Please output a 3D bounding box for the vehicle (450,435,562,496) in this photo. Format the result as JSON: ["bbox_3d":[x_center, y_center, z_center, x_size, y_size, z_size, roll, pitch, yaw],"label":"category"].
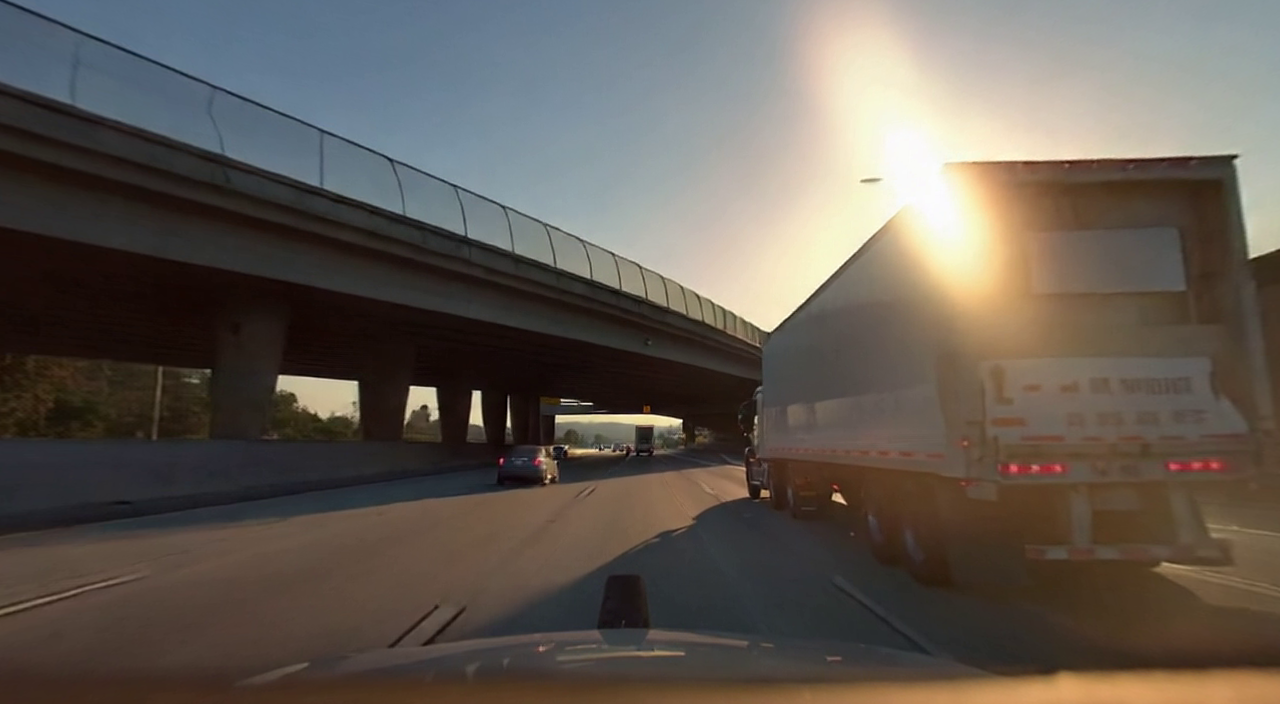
[{"bbox_3d":[-3.727,3.262,18.502,2.143,1.529,4.918,0,-9,1],"label":"vehicle"}]

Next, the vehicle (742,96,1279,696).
[{"bbox_3d":[3.852,0.916,8.796,3.049,3.395,10.595,0,-9,0],"label":"vehicle"}]
